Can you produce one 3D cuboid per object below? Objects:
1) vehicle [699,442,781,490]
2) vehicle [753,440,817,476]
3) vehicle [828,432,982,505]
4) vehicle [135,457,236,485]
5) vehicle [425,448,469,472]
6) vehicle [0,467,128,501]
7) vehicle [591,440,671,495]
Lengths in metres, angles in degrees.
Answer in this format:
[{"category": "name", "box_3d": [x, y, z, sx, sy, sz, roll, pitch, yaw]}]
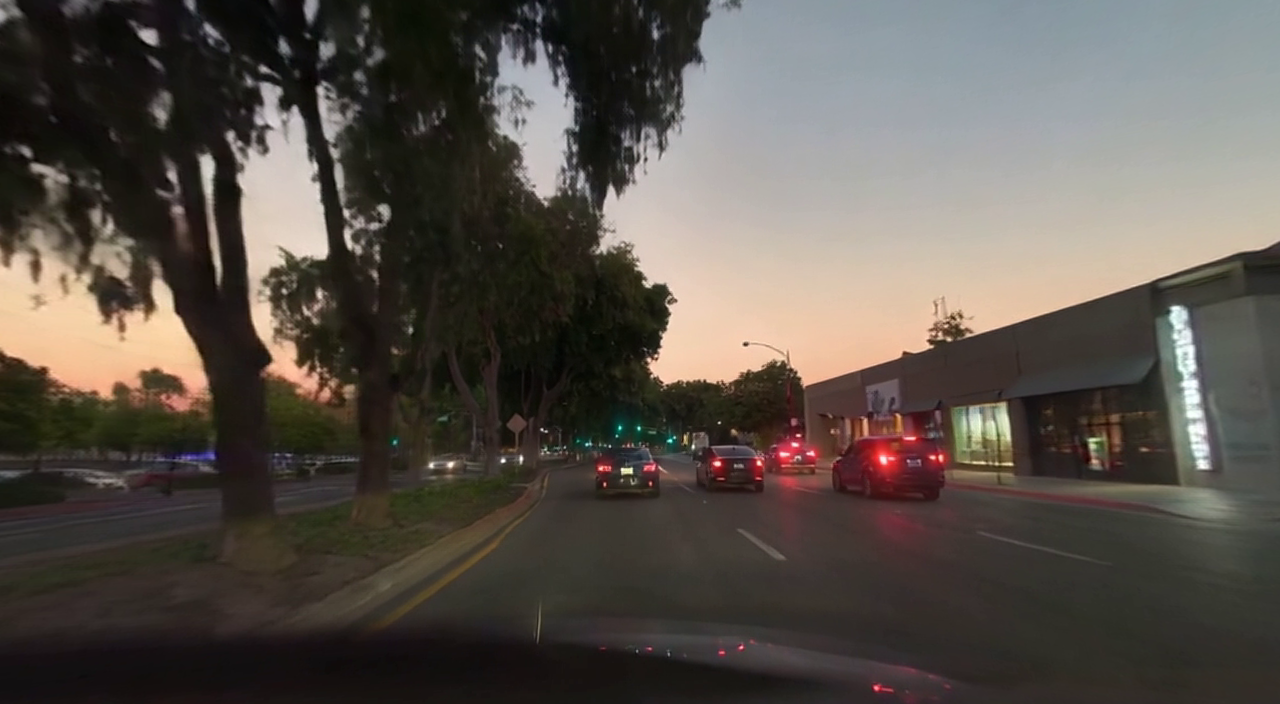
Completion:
[{"category": "vehicle", "box_3d": [3.314, 3.878, 21.846, 1.993, 1.477, 4.240, 0, -9, -2]}, {"category": "vehicle", "box_3d": [7.238, 5.354, 32.026, 2.025, 1.666, 4.448, 0, -9, -2]}, {"category": "vehicle", "box_3d": [7.007, 3.139, 17.436, 2.052, 1.708, 4.842, 0, -9, -1]}, {"category": "vehicle", "box_3d": [-27.929, 7.311, 38.908, 4.640, 1.640, 2.026, -1, -9, 1]}, {"category": "vehicle", "box_3d": [-13.390, 7.515, 44.076, 1.934, 1.491, 3.684, -1, -8, 0]}, {"category": "vehicle", "box_3d": [-28.150, 6.399, 30.796, 4.693, 1.499, 1.838, 0, -9, 0]}, {"category": "vehicle", "box_3d": [-0.326, 3.402, 18.939, 2.101, 1.444, 4.248, 0, -9, -2]}]
